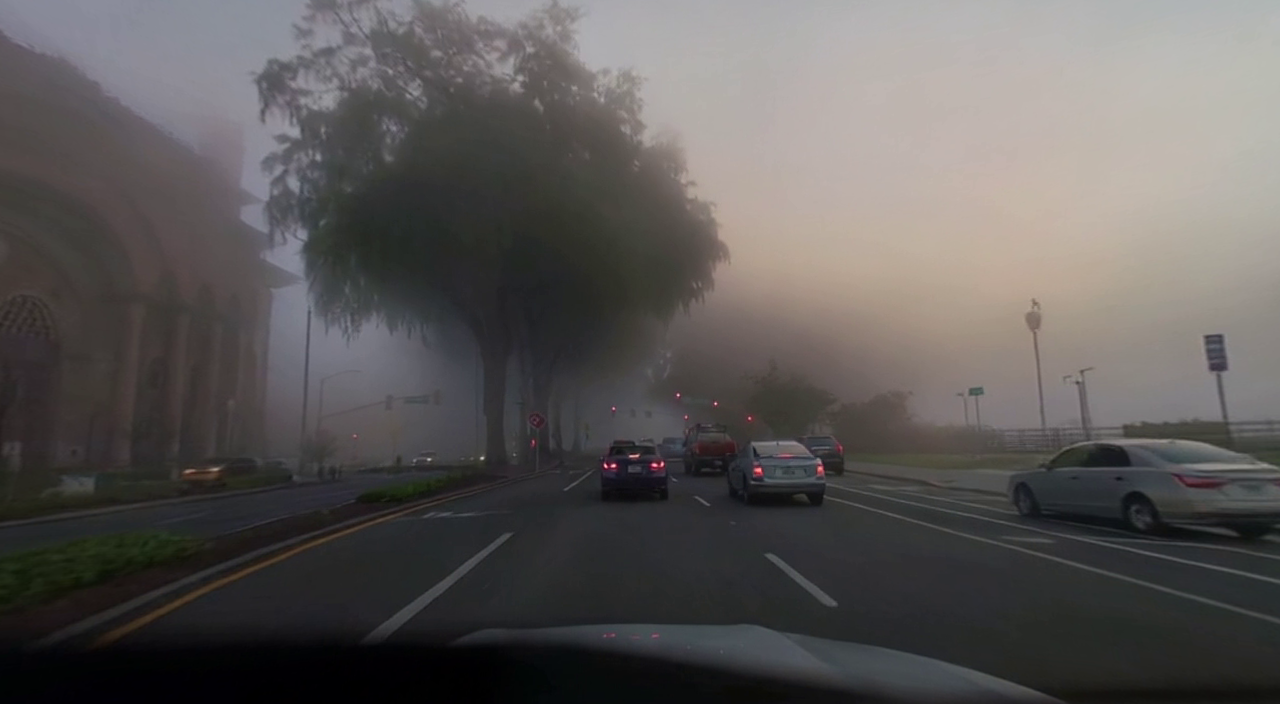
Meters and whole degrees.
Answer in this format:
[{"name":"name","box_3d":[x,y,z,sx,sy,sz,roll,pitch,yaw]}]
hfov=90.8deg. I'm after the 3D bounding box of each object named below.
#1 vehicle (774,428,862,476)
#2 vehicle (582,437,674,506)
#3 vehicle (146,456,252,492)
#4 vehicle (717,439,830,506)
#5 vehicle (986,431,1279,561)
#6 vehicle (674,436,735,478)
[{"name":"vehicle","box_3d":[7.840,4.414,28.430,2.200,1.933,5.123,0,-7,-3]},{"name":"vehicle","box_3d":[-0.307,2.948,16.047,2.050,1.521,3.747,0,-8,-1]},{"name":"vehicle","box_3d":[-20.875,5.769,30.152,1.935,1.479,4.453,0,-8,-2]},{"name":"vehicle","box_3d":[3.238,2.986,16.244,1.833,1.465,4.258,0,-8,-2]},{"name":"vehicle","box_3d":[8.152,2.096,10.247,1.970,1.559,4.911,0,-8,-5]},{"name":"vehicle","box_3d":[3.122,5.332,32.549,2.127,1.854,7.971,0,-8,-1]}]
